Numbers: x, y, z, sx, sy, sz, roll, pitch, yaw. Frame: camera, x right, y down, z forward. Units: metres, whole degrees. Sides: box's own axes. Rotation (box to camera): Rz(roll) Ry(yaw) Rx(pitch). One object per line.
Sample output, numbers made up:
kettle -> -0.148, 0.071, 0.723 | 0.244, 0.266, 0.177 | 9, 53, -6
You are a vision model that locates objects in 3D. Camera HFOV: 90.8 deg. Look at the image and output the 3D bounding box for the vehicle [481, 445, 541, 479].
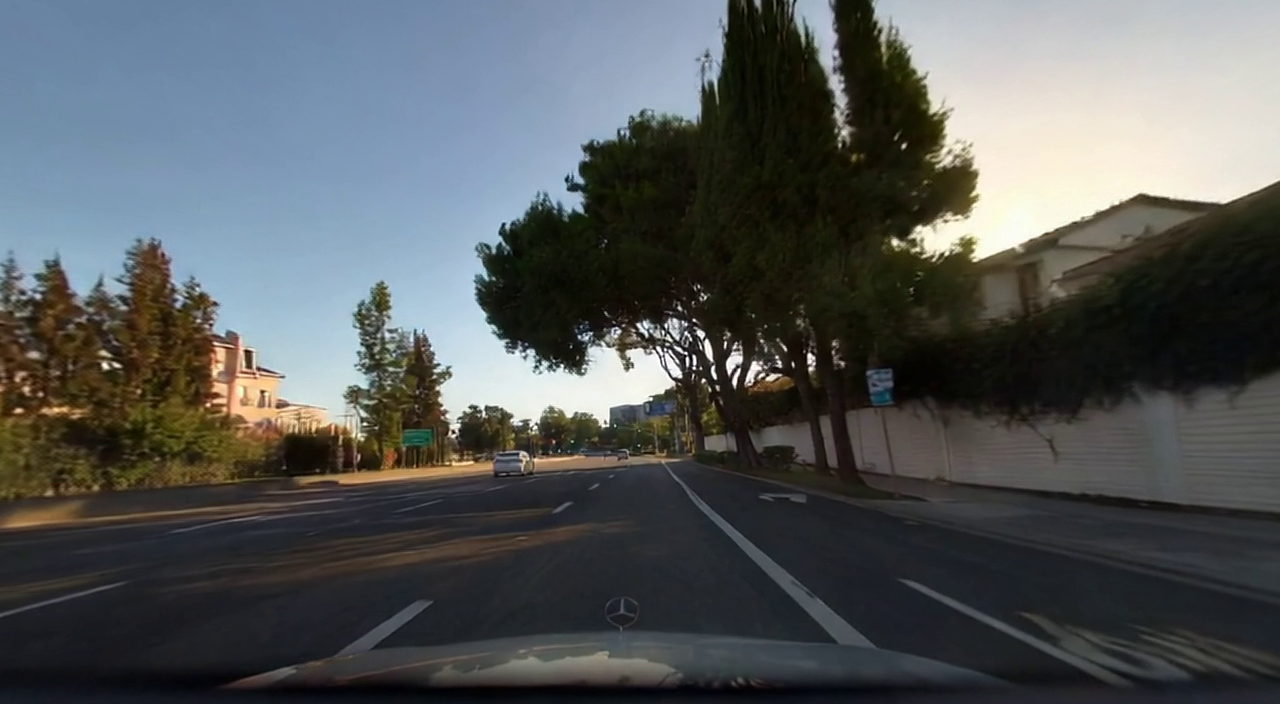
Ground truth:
vehicle -> -6.829, 5.895, 34.104 | 2.115, 1.711, 4.722 | 0, -9, 2
